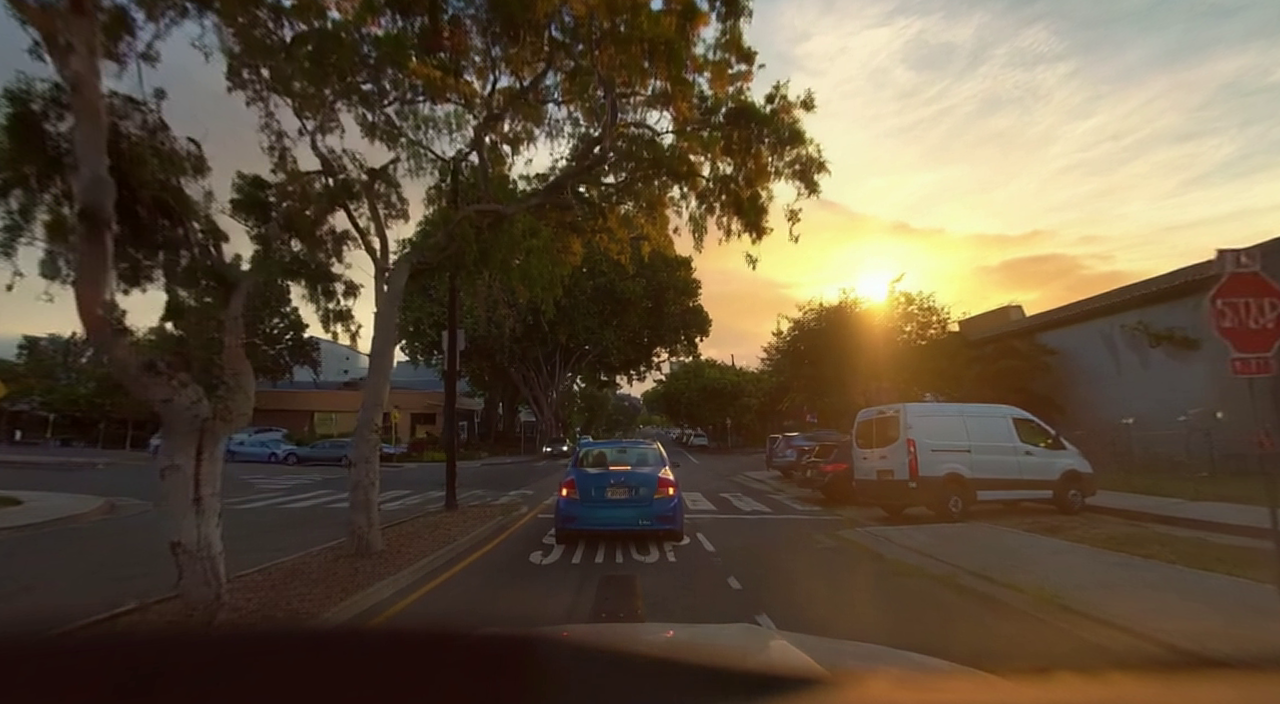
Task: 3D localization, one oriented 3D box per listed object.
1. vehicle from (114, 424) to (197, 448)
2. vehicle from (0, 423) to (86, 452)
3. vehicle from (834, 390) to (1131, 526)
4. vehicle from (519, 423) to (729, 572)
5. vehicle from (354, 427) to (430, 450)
[{"bbox_3d":[-31.889,5.558,41.653,3.915,1.574,1.850,0,-8,3],"label":"vehicle"},{"bbox_3d":[-31.880,4.473,32.882,4.168,1.458,1.904,0,-8,-3],"label":"vehicle"},{"bbox_3d":[6.615,1.987,12.164,5.385,2.146,2.143,4,-9,-26],"label":"vehicle"},{"bbox_3d":[-0.220,1.775,8.565,2.065,1.450,4.522,0,-8,-2],"label":"vehicle"},{"bbox_3d":[-18.483,6.505,47.330,4.892,1.679,1.927,1,-8,-6],"label":"vehicle"}]
